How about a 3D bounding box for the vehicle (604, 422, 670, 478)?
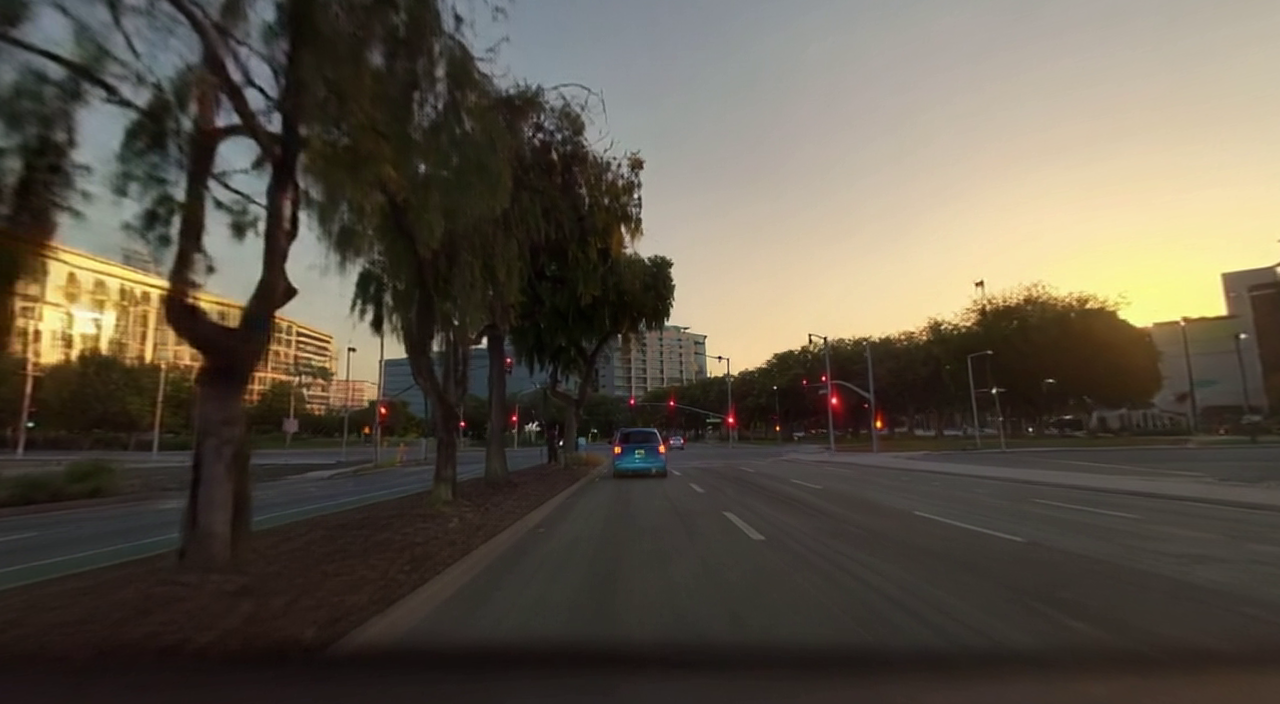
[{"bbox_3d":[-0.139,3.726,24.125,2.267,1.926,4.708,0,-9,-1],"label":"vehicle"}]
